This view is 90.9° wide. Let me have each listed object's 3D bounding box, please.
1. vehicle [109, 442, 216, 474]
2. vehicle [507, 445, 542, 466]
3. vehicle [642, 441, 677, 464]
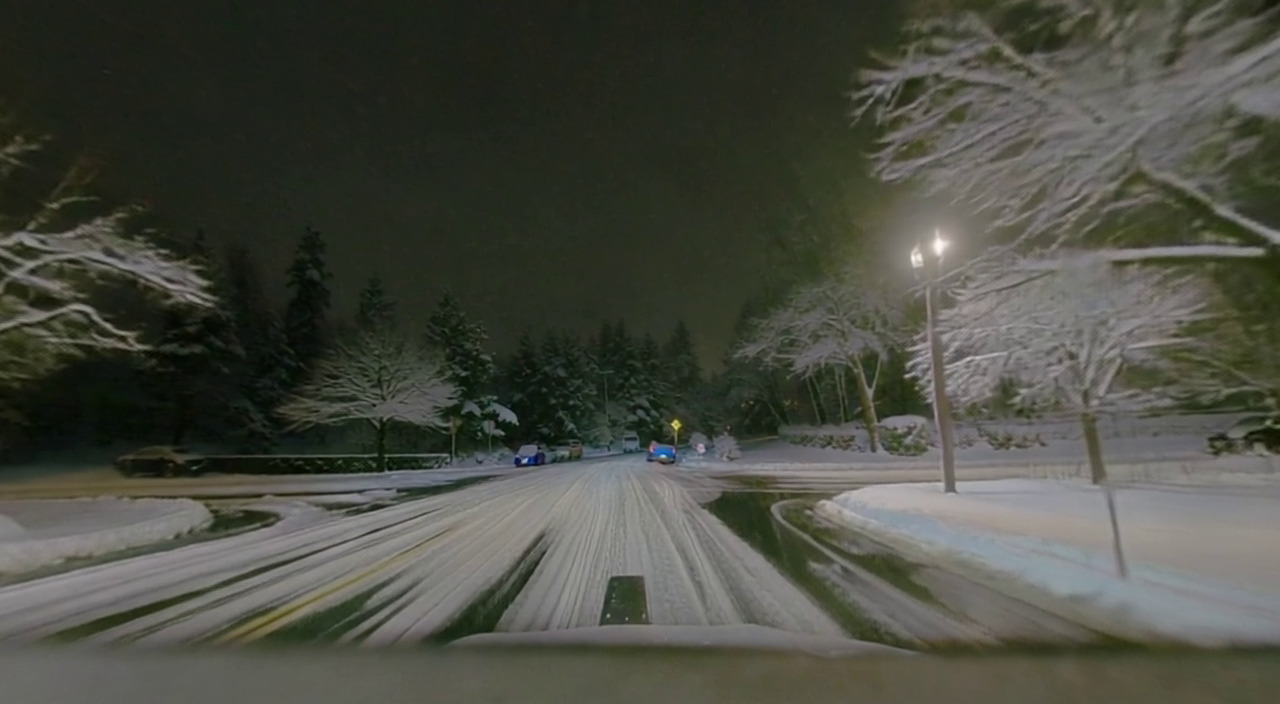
[{"bbox_3d":[-28.021,6.203,37.065,4.986,1.796,2.066,-1,-8,11],"label":"vehicle"},{"bbox_3d":[-8.762,7.871,48.208,2.102,1.507,4.049,0,-8,-3],"label":"vehicle"},{"bbox_3d":[1.277,6.825,43.028,2.051,1.461,4.100,0,-8,-2],"label":"vehicle"}]
